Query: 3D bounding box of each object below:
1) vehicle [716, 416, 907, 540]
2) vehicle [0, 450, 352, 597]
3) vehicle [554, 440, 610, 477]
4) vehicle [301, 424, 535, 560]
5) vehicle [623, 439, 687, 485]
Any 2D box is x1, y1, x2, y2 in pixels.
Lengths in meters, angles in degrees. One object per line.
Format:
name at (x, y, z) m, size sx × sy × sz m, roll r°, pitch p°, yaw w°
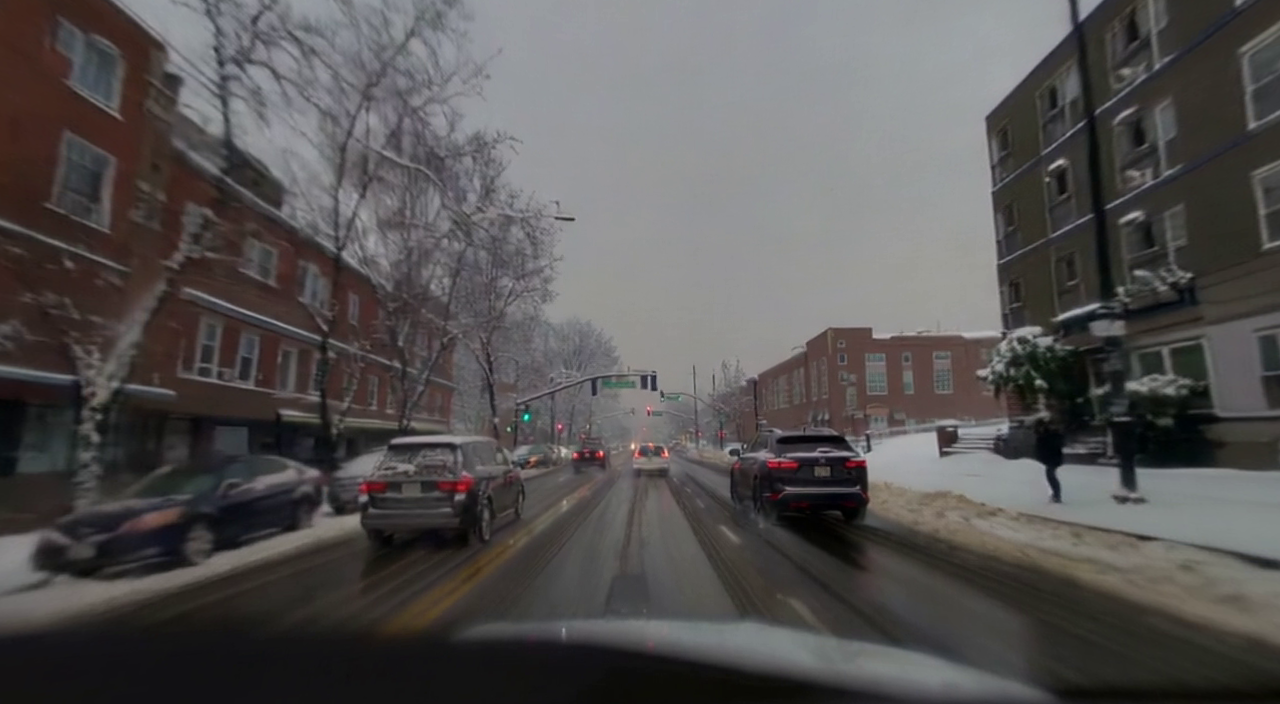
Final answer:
vehicle at (2.683, 2.104, 11.116) m, size 2.094 × 1.709 × 4.394 m, roll -1°, pitch -8°, yaw 0°
vehicle at (-5.727, 2.018, 8.315) m, size 1.920 × 1.387 × 4.056 m, roll -1°, pitch -8°, yaw 0°
vehicle at (-2.551, 4.853, 28.927) m, size 2.019 × 1.507 × 4.643 m, roll -1°, pitch -8°, yaw 2°
vehicle at (-3.031, 2.000, 9.692) m, size 2.085 × 1.619 × 3.976 m, roll -1°, pitch -8°, yaw 1°
vehicle at (0.510, 3.988, 23.182) m, size 2.139 × 1.466 × 4.373 m, roll -1°, pitch -8°, yaw 0°
